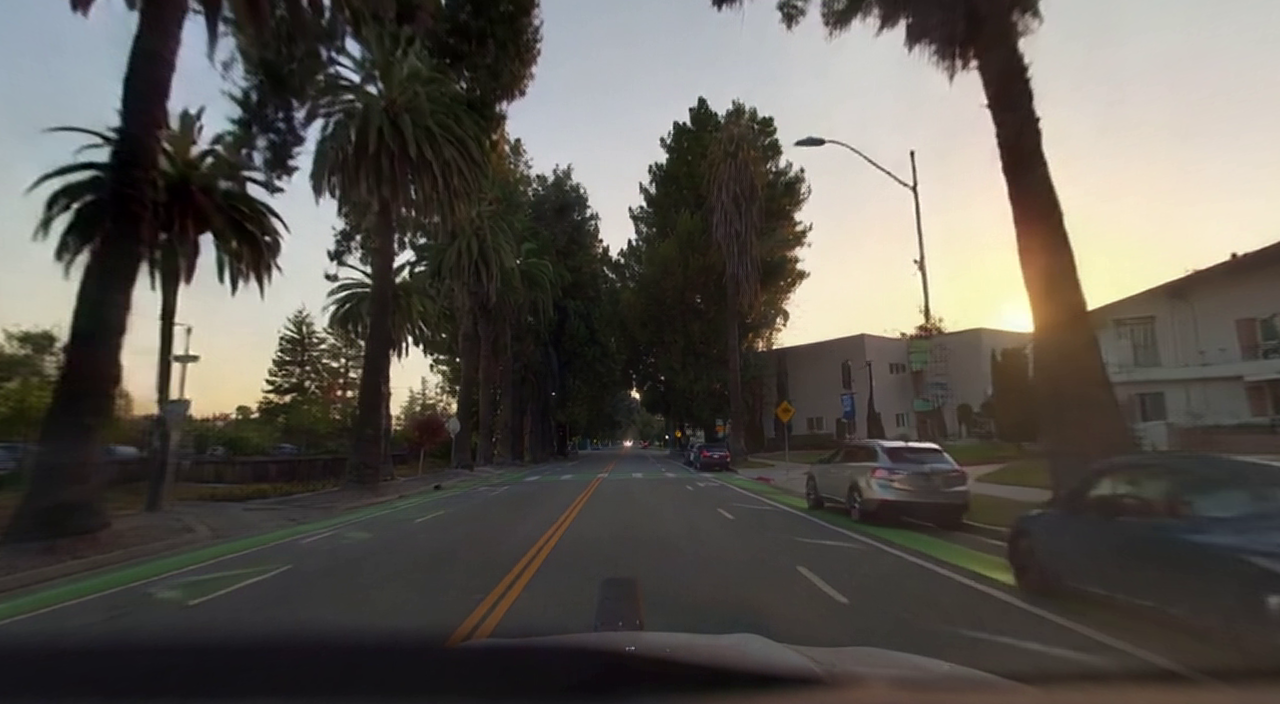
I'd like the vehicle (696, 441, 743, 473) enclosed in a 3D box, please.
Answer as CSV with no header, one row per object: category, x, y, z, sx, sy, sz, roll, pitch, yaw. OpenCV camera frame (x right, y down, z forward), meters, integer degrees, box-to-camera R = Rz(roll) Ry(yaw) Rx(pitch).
vehicle,4.368,5.867,35.386,1.997,1.640,4.494,0,-9,-1

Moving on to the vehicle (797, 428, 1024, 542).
vehicle,4.748,2.404,12.124,2.144,1.720,4.794,0,-9,-1

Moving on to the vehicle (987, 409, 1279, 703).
vehicle,4.493,1.290,4.152,2.000,1.732,4.298,-1,-9,1
